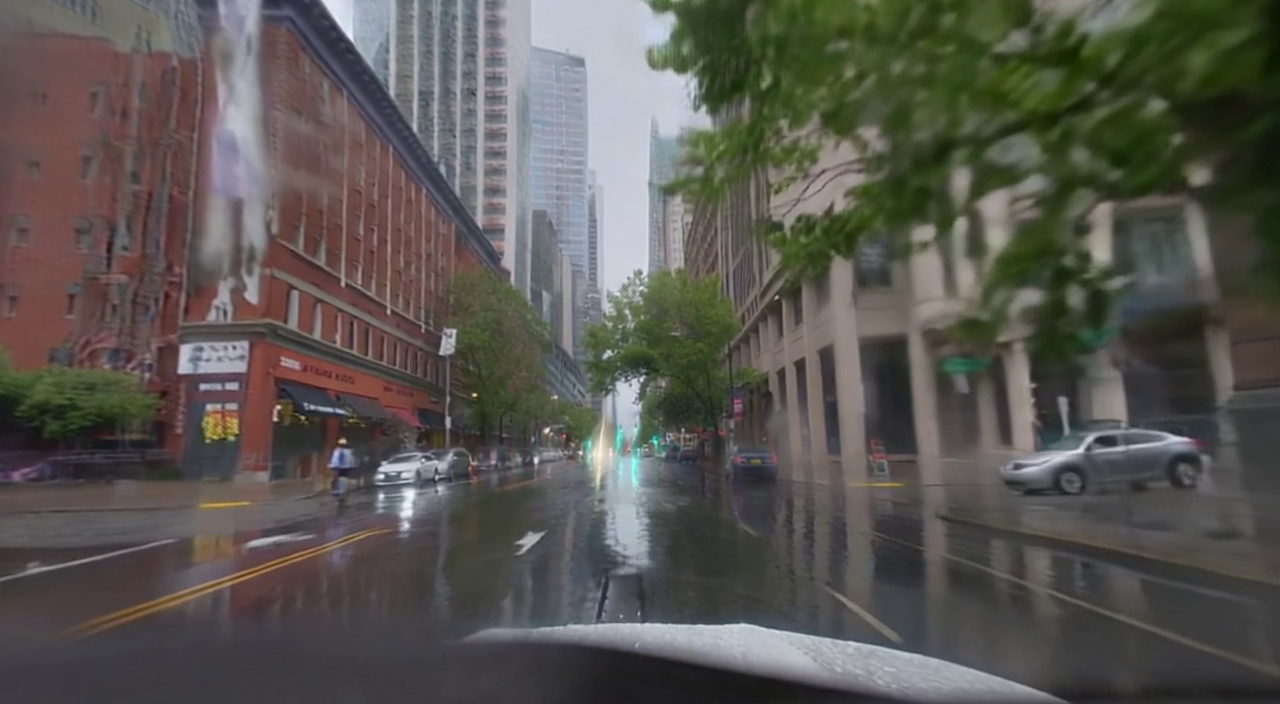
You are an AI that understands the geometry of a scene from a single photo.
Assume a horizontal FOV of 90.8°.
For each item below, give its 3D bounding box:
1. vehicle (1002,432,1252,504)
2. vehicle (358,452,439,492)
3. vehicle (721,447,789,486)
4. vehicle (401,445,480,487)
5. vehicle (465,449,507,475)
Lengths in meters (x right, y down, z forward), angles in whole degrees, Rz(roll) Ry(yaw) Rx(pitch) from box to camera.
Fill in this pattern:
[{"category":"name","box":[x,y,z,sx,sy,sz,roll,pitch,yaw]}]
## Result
[{"category":"vehicle","box":[11.595,2.776,15.310,4.380,1.608,1.942,0,-9,0]},{"category":"vehicle","box":[-11.246,5.580,29.824,1.992,1.629,4.773,-2,-9,-1]},{"category":"vehicle","box":[4.754,4.792,26.809,1.929,1.522,4.543,0,-9,-1]},{"category":"vehicle","box":[-11.112,6.360,35.800,2.574,1.922,6.292,-4,-8,-2]},{"category":"vehicle","box":[-11.609,8.319,48.070,1.970,1.828,5.519,-1,-9,-2]}]
